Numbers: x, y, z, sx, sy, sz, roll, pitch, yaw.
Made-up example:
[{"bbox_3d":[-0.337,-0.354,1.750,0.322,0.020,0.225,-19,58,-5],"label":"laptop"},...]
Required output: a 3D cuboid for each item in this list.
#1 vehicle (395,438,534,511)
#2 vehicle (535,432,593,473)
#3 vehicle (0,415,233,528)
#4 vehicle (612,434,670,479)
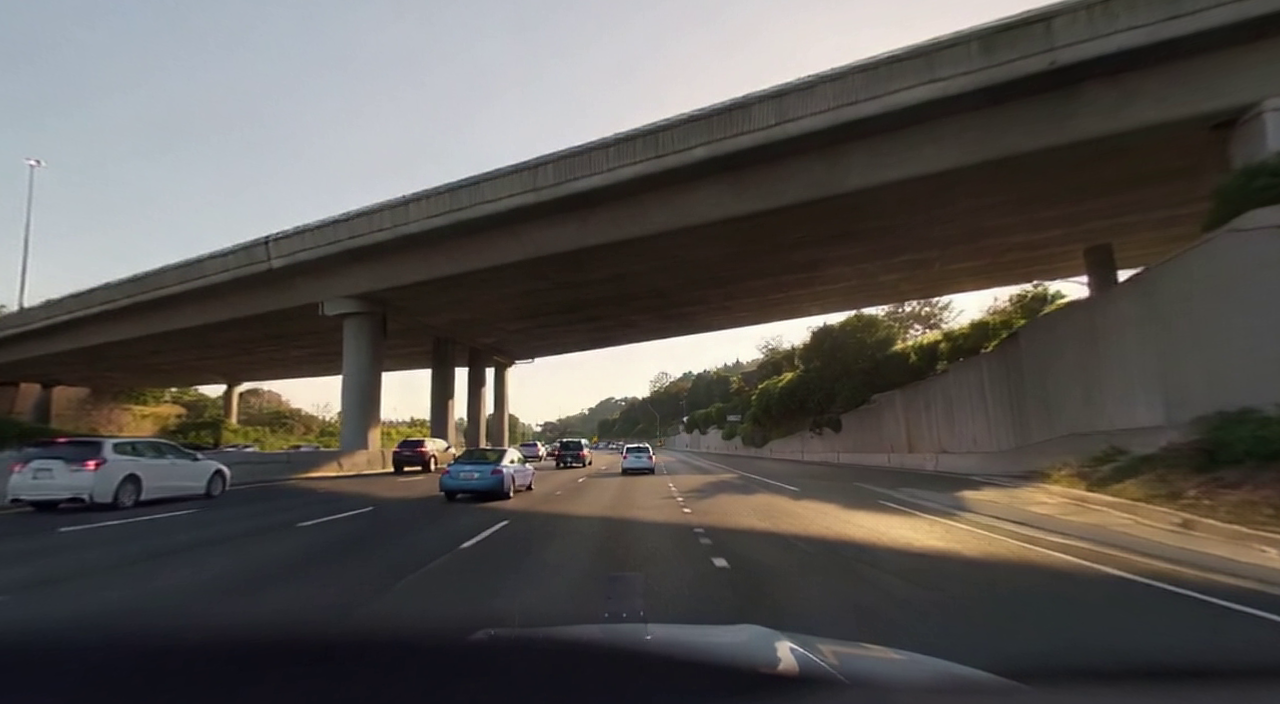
[{"bbox_3d":[-3.993,2.845,15.172,1.997,1.490,4.471,0,-8,1],"label":"vehicle"},{"bbox_3d":[-3.649,4.963,31.155,2.237,1.841,4.683,0,-8,1],"label":"vehicle"},{"bbox_3d":[-11.027,2.306,12.735,2.119,1.816,5.019,0,-8,0],"label":"vehicle"},{"bbox_3d":[0.044,4.224,25.725,2.160,1.678,4.178,0,-8,0],"label":"vehicle"}]
